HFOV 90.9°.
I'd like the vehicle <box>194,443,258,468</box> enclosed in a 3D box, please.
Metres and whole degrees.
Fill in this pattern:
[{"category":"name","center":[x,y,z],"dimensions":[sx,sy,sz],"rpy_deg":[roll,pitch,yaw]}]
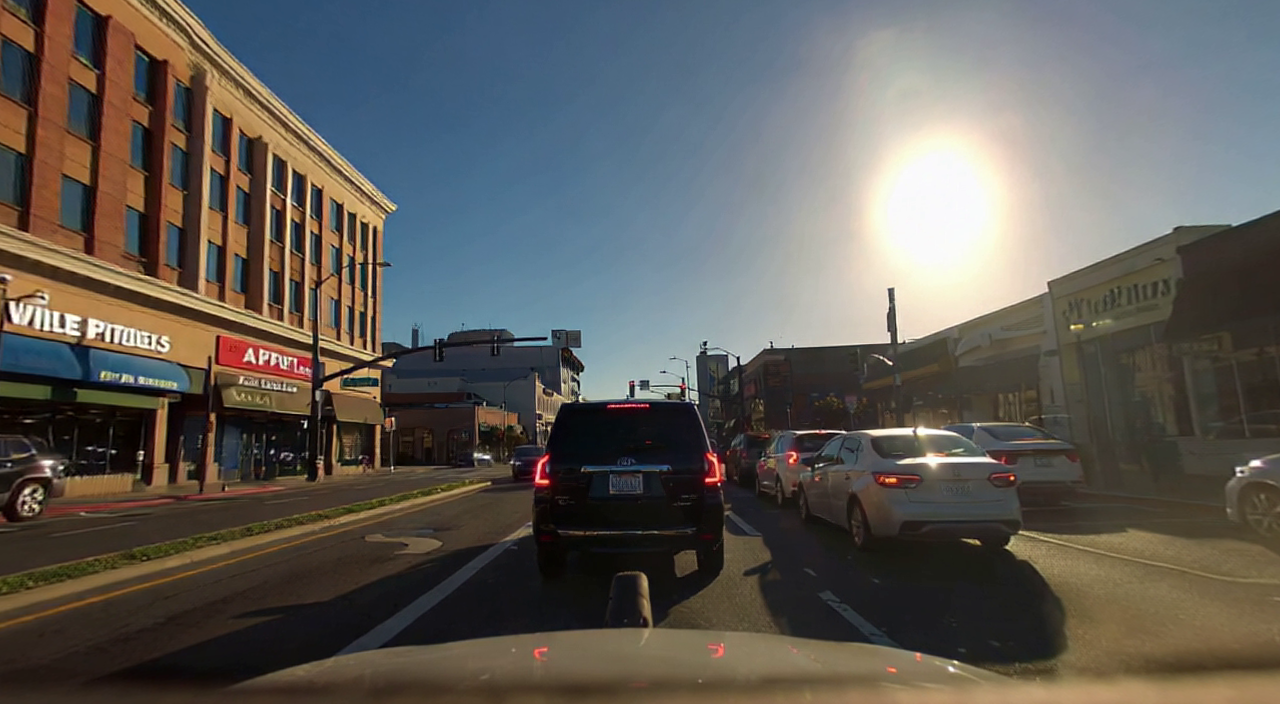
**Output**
[{"category":"vehicle","center":[-27.412,6.871,41.880],"dimensions":[1.693,1.563,3.716],"rpy_deg":[0,-8,0]}]

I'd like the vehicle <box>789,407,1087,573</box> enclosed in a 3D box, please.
[{"category":"vehicle","center":[3.629,1.758,8.801],"dimensions":[2.036,1.719,4.318],"rpy_deg":[0,-8,0]}]

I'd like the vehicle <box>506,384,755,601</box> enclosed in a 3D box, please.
[{"category":"vehicle","center":[0.004,1.530,7.687],"dimensions":[2.154,1.861,4.280],"rpy_deg":[0,-8,3]}]

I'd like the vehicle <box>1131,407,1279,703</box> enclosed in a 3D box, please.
[{"category":"vehicle","center":[3.375,0.723,0.807],"dimensions":[1.884,1.484,4.609],"rpy_deg":[0,-8,2]}]
